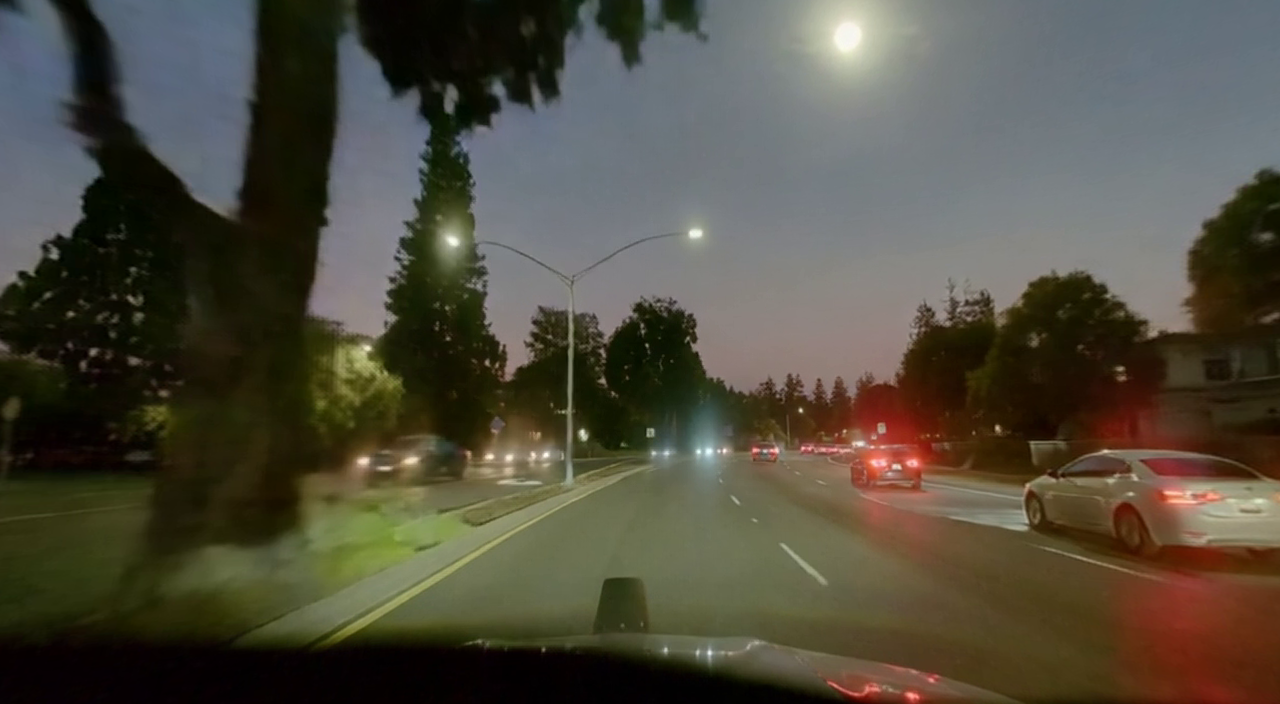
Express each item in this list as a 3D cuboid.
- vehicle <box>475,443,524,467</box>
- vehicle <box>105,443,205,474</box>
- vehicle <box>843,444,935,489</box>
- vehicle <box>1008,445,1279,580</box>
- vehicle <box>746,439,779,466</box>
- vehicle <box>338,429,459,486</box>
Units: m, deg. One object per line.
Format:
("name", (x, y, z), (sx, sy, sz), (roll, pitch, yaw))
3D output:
("vehicle", (-8.991, 6.612, 40.597), (1.764, 1.457, 3.794), (-2, -8, 9))
("vehicle", (-33.525, 7.338, 43.755), (2.050, 1.962, 4.953), (-4, -9, 26))
("vehicle", (8.978, 4.122, 23.110), (1.855, 1.444, 4.389), (-1, -8, 4))
("vehicle", (7.301, 2.006, 8.829), (1.783, 1.386, 4.433), (-1, -8, 3))
("vehicle", (8.124, 6.689, 42.112), (1.991, 1.684, 4.127), (-2, -8, 10))
("vehicle", (-8.057, 3.566, 21.544), (2.024, 1.729, 4.371), (-1, -8, 6))
